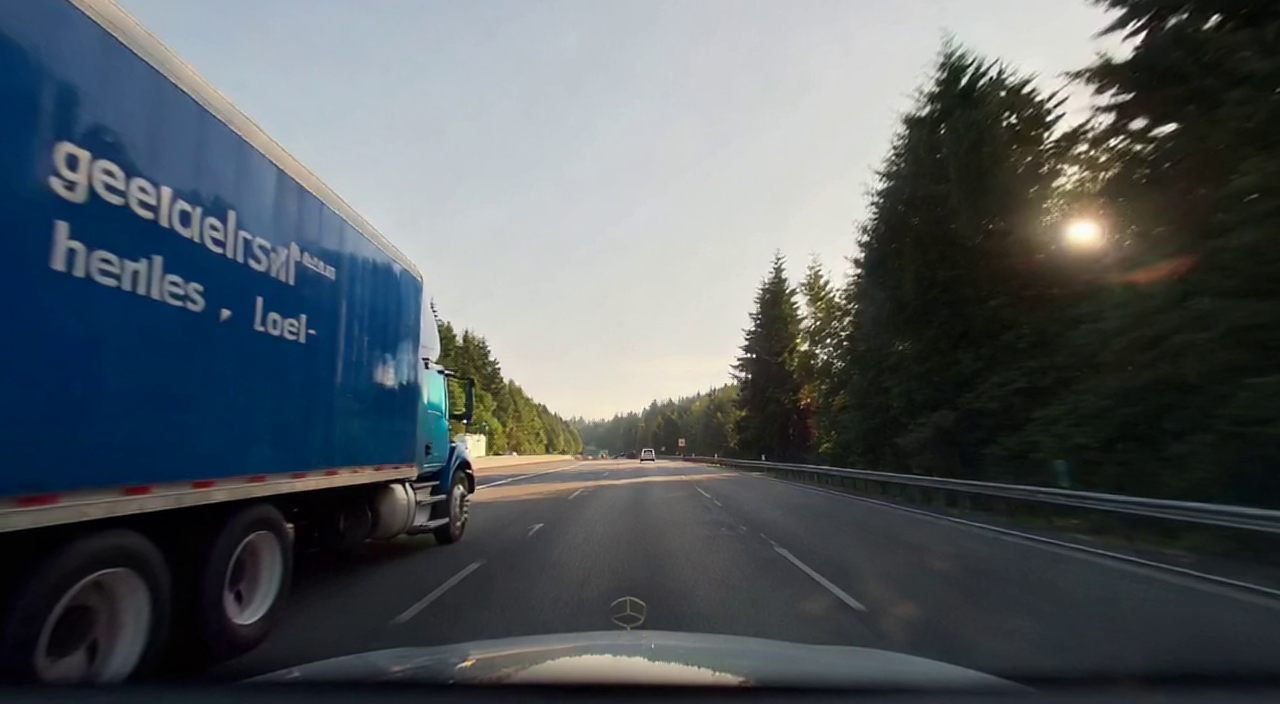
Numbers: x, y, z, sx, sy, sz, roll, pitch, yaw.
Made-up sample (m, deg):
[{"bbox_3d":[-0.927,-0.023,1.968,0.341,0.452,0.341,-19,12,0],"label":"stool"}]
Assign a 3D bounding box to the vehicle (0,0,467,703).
[{"bbox_3d":[-3.501,0.411,4.036,2.695,3.151,6.885,0,-9,1],"label":"vehicle"}]
